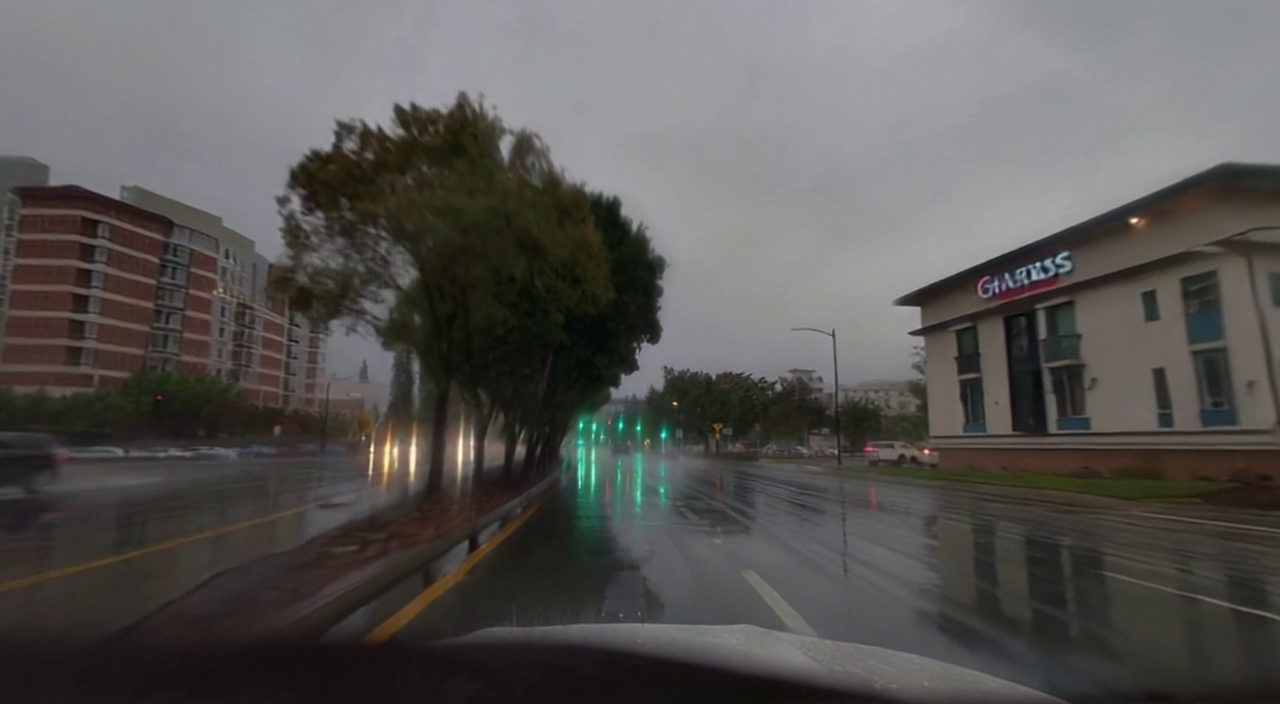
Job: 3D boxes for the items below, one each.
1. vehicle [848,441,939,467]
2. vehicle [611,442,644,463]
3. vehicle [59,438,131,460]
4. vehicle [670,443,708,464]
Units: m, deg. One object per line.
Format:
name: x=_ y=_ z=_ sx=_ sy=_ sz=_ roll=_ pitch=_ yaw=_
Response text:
vehicle: x=15.229 y=6.112 z=38.049 sx=4.648 sy=1.510 sz=1.891 roll=1 pitch=-9 yaw=-5
vehicle: x=-0.979 y=7.642 z=48.164 sx=2.020 sy=1.479 sz=4.650 roll=1 pitch=-9 yaw=-7
vehicle: x=-42.409 y=7.578 z=49.293 sx=1.869 sy=1.599 sz=4.572 roll=1 pitch=-9 yaw=-6
vehicle: x=3.514 y=7.437 z=46.267 sx=1.932 sy=1.439 sz=4.159 roll=1 pitch=-9 yaw=-7
